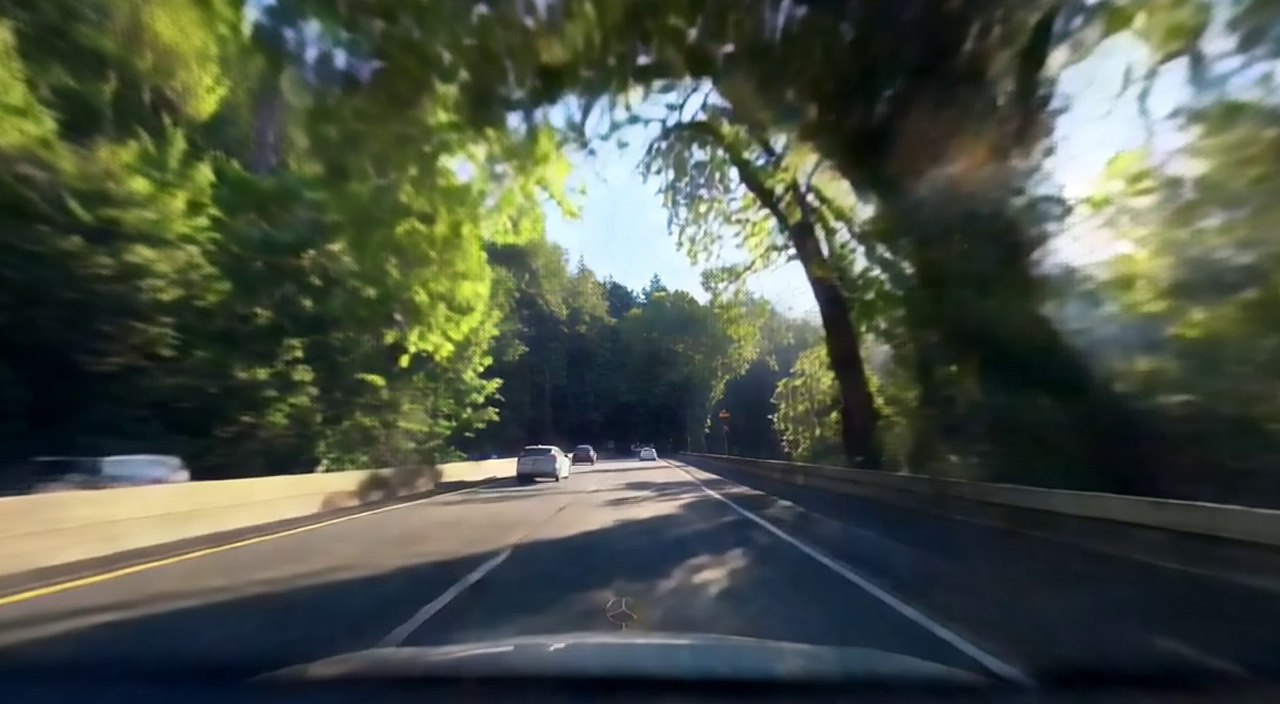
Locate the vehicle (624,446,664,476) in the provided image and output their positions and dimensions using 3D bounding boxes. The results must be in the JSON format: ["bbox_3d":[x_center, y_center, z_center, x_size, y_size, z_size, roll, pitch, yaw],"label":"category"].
[{"bbox_3d":[0.180,5.789,33.561,2.001,1.490,3.914,0,-9,0],"label":"vehicle"}]

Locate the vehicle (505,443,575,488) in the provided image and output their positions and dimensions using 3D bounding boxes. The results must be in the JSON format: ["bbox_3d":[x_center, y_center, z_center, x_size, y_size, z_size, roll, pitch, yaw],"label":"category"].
[{"bbox_3d":[-3.687,4.250,23.861,1.978,1.538,3.755,0,-9,1],"label":"vehicle"}]

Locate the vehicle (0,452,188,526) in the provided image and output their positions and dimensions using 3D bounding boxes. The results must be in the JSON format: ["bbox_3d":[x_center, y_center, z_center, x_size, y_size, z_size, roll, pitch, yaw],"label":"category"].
[{"bbox_3d":[-12.440,2.982,14.202,1.733,1.407,3.713,0,-9,0],"label":"vehicle"}]

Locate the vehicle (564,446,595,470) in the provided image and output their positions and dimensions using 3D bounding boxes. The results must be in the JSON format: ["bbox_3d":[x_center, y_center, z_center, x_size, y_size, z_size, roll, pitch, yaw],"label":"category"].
[{"bbox_3d":[-4.262,7.496,44.734,1.834,1.615,3.624,0,-9,1],"label":"vehicle"}]
